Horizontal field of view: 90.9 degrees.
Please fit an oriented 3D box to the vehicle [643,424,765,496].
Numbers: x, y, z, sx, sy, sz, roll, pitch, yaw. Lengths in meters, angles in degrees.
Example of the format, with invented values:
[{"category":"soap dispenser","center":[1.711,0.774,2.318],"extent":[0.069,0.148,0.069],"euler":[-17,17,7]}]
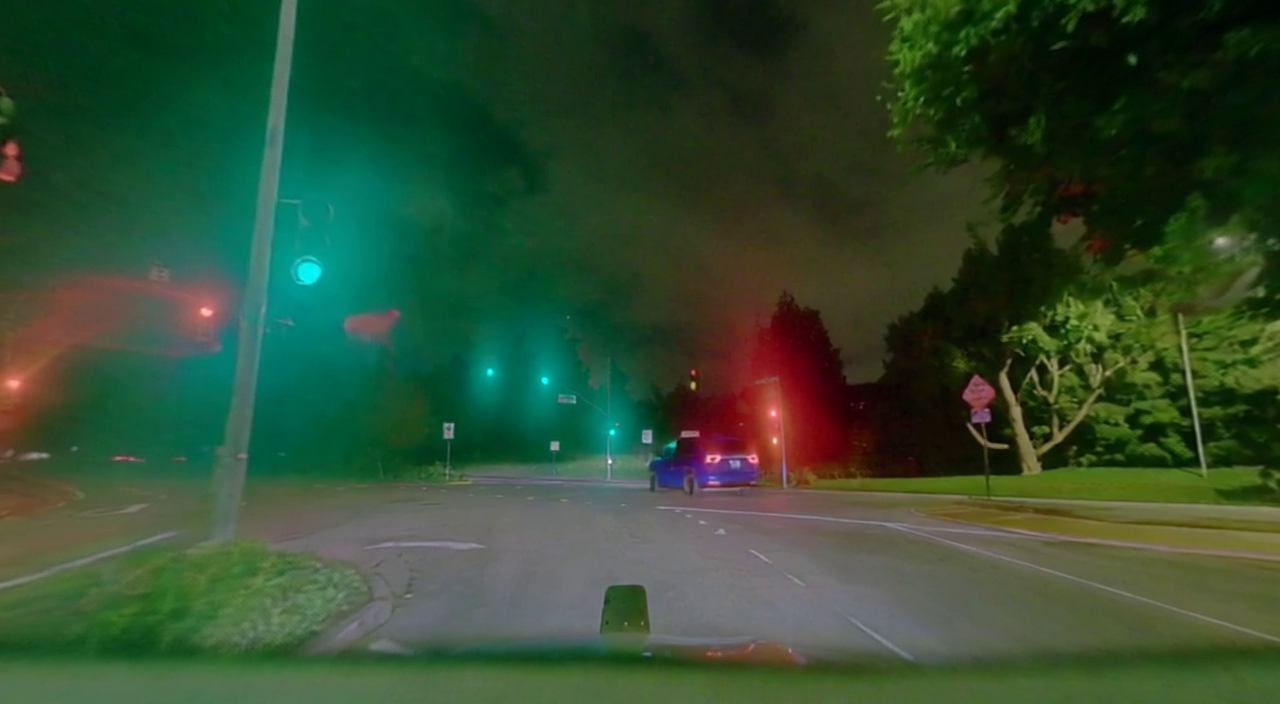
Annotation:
[{"category":"vehicle","center":[1.629,3.071,18.309],"extent":[2.284,1.788,4.871],"euler":[1,-8,-10]}]
